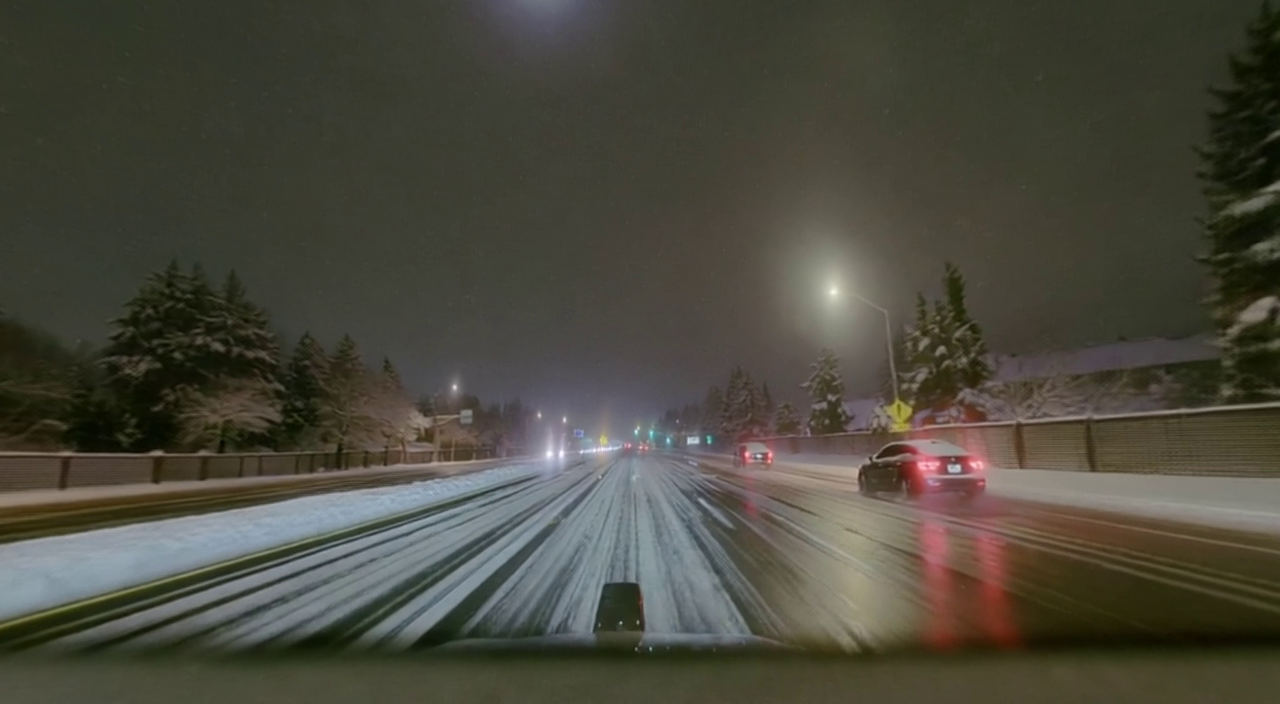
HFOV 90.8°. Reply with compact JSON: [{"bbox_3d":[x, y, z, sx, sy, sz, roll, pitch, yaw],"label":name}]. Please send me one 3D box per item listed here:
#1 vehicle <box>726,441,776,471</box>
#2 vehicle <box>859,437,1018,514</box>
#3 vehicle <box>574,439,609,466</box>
[{"bbox_3d":[6.304,5.974,36.405,1.987,1.597,4.463,0,-8,-1],"label":"vehicle"},{"bbox_3d":[6.688,2.772,14.669,1.838,1.518,3.713,0,-8,0],"label":"vehicle"},{"bbox_3d":[-3.553,7.462,47.077,2.230,1.827,4.406,0,-8,0],"label":"vehicle"}]
